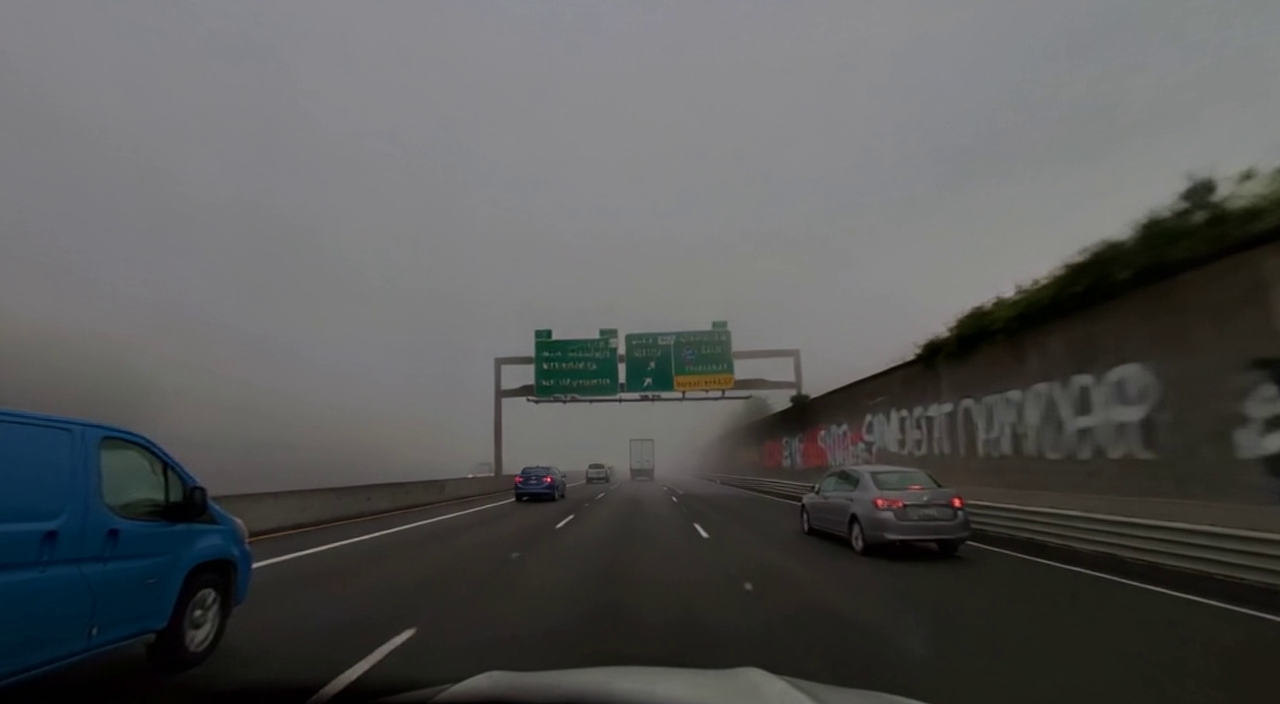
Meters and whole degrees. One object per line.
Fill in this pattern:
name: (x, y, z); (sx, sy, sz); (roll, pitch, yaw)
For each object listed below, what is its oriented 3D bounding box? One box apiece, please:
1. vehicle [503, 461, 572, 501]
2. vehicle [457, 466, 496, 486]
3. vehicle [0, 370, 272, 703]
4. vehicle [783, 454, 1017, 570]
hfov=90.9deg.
vehicle: (-4.034, 5.194, 25.531); (2.054, 1.443, 4.131); (1, -10, 0)
vehicle: (-12.715, 9.657, 49.270); (1.873, 1.475, 4.620); (1, -10, -1)
vehicle: (-3.416, 0.765, 1.771); (2.004, 1.610, 4.508); (1, -10, 0)
vehicle: (3.825, 2.446, 10.242); (1.917, 1.458, 4.199); (1, -10, -2)
